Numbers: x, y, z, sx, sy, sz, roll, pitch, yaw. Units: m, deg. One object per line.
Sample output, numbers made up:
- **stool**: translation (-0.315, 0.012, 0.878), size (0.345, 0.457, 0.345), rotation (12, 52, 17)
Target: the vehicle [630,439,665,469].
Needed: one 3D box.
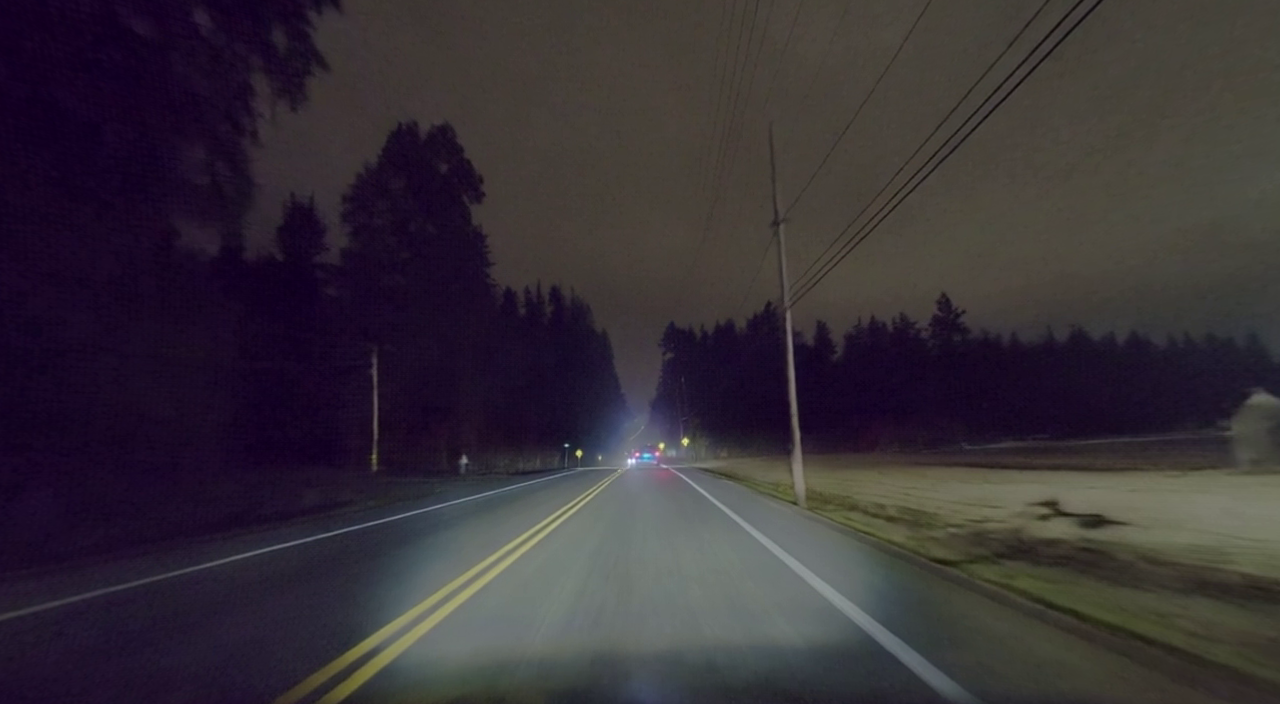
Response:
- **vehicle**: translation (0.512, 7.579, 47.028), size (2.468, 2.056, 4.422), rotation (0, -8, 0)
